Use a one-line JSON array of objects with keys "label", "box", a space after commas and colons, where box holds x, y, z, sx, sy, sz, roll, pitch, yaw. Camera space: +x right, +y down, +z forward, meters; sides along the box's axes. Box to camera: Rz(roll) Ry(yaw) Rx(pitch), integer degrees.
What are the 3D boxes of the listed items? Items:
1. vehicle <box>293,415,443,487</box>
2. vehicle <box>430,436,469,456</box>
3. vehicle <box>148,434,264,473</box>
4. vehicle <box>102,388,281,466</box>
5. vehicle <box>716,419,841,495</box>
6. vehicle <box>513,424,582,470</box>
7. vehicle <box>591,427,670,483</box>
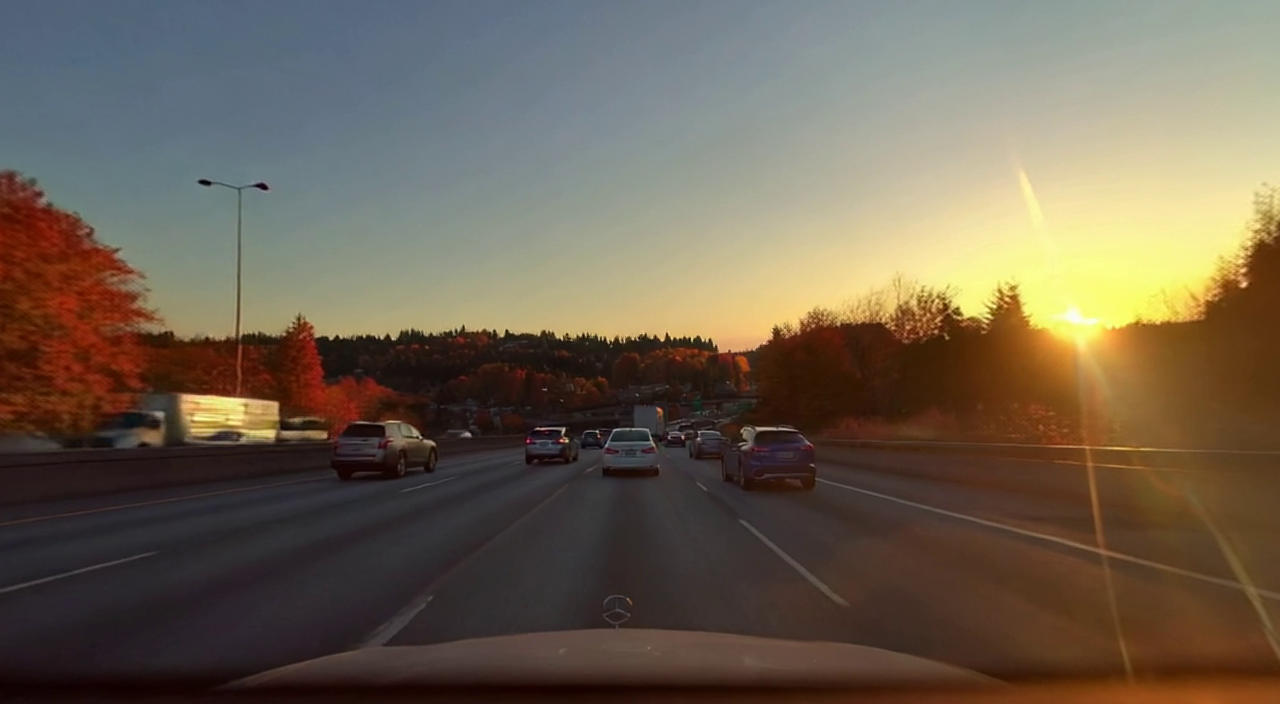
[{"label": "vehicle", "box": [-7.485, 2.771, 17.968, 2.117, 1.779, 4.745, 0, -8, 1]}, {"label": "vehicle", "box": [-14.937, 7.399, 49.456, 1.811, 1.478, 4.096, 0, -8, 0]}, {"label": "vehicle", "box": [-18.878, 4.403, 27.638, 1.879, 1.515, 4.479, 0, -8, 0]}, {"label": "vehicle", "box": [-22.684, 3.941, 32.663, 2.912, 3.480, 8.454, 0, -8, 1]}, {"label": "vehicle", "box": [3.311, 2.592, 16.019, 2.095, 1.650, 4.331, 0, -8, -1]}, {"label": "vehicle", "box": [-3.612, 3.822, 25.463, 2.064, 1.672, 4.277, 0, -8, 1]}, {"label": "vehicle", "box": [-0.241, 3.082, 19.158, 2.111, 1.494, 4.364, 0, -8, 1]}]
